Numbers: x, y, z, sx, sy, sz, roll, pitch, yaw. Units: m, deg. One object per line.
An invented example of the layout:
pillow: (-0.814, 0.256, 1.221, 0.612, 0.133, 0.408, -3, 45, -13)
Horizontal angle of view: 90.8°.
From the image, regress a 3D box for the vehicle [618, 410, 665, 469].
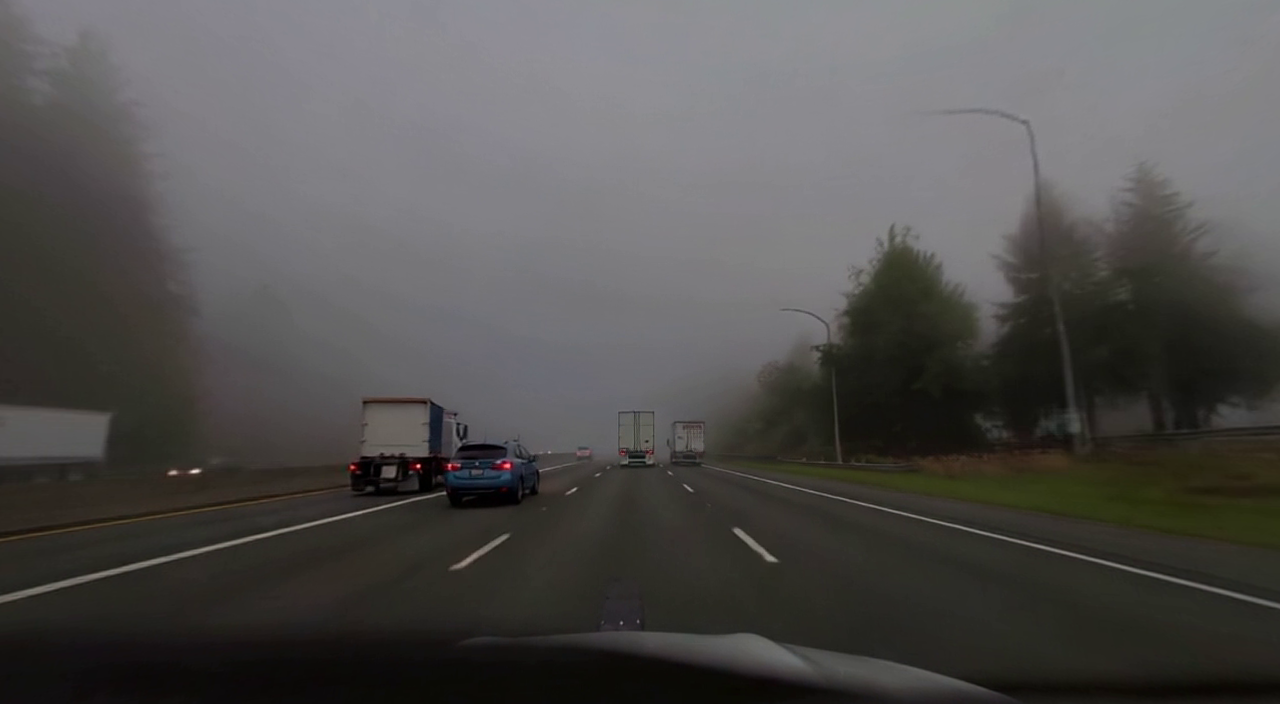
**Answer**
vehicle: (0.073, 6.819, 48.831, 3.201, 4.019, 10.918, 0, -9, 0)

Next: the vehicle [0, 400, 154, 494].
vehicle: (-28.422, 4.611, 30.529, 3.036, 3.912, 8.215, 0, -9, 1)

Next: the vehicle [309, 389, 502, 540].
vehicle: (-3.866, 1.936, 11.191, 2.033, 2.234, 3.490, 0, -9, 0)

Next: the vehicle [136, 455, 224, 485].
vehicle: (-24.461, 6.263, 33.740, 1.760, 1.435, 3.810, 0, -9, 1)
